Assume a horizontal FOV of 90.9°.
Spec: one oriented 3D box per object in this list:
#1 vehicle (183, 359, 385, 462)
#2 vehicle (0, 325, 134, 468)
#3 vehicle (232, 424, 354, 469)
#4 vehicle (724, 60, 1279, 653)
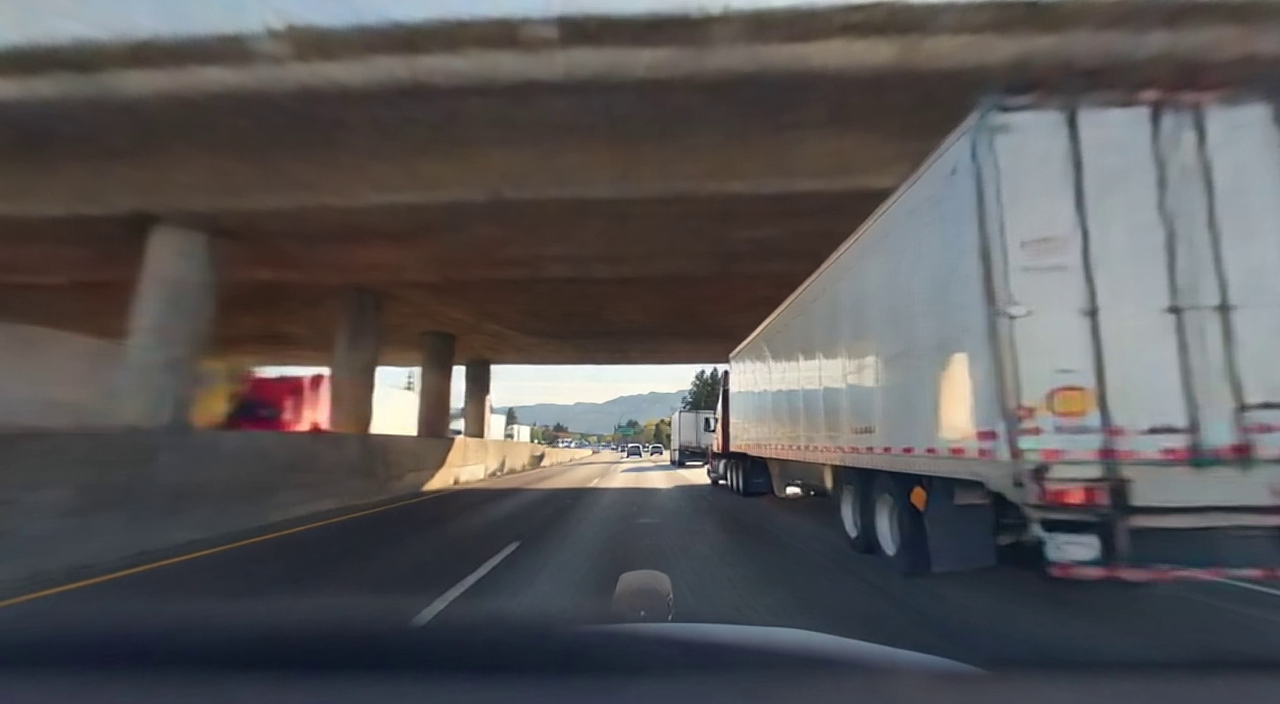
[{"bbox_3d":[-15.739,3.039,29.517,2.961,3.904,11.068,0,-9,0],"label":"vehicle"},{"bbox_3d":[-19.587,0.883,15.476,2.789,4.028,13.994,0,-9,0],"label":"vehicle"},{"bbox_3d":[-12.173,3.362,22.486,1.887,1.438,4.350,0,-9,0],"label":"vehicle"},{"bbox_3d":[3.976,0.942,11.149,2.922,3.987,14.038,0,-9,-1],"label":"vehicle"}]
